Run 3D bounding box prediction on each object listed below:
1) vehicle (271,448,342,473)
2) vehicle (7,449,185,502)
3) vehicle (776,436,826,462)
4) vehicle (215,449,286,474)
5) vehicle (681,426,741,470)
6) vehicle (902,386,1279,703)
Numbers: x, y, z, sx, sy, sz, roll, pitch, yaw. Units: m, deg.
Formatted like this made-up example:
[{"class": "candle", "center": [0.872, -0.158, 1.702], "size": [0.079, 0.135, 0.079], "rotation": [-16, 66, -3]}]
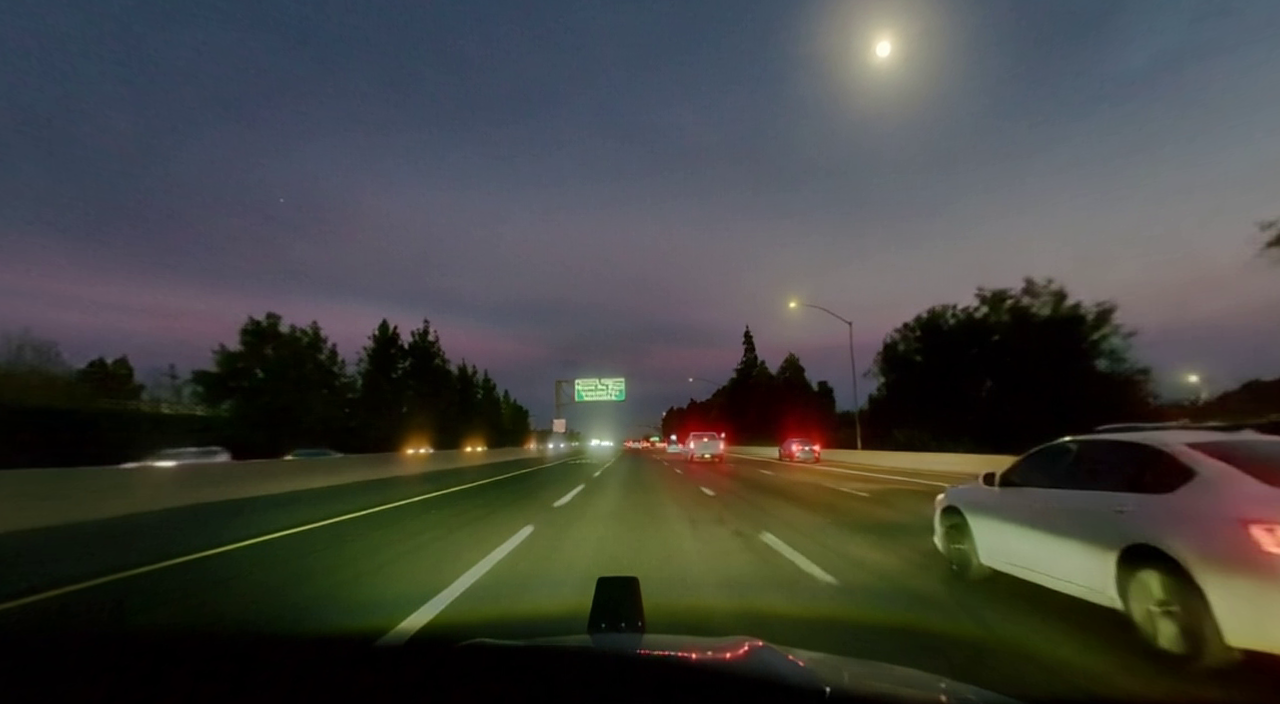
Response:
[{"class": "vehicle", "center": [-20.957, 6.821, 39.894], "size": [1.915, 1.450, 4.661], "rotation": [0, -8, 0]}, {"class": "vehicle", "center": [-17.591, 3.974, 20.759], "size": [1.828, 1.468, 4.491], "rotation": [0, -8, 0]}, {"class": "vehicle", "center": [10.833, 6.557, 42.794], "size": [2.045, 1.658, 4.598], "rotation": [0, -8, -2]}, {"class": "vehicle", "center": [-25.117, 7.054, 40.898], "size": [1.808, 1.488, 4.402], "rotation": [0, -8, 0]}, {"class": "vehicle", "center": [3.399, 4.767, 31.399], "size": [2.218, 1.964, 5.662], "rotation": [0, -8, -1]}, {"class": "vehicle", "center": [3.610, 1.102, 3.903], "size": [1.978, 1.535, 4.705], "rotation": [0, -8, 1]}]
